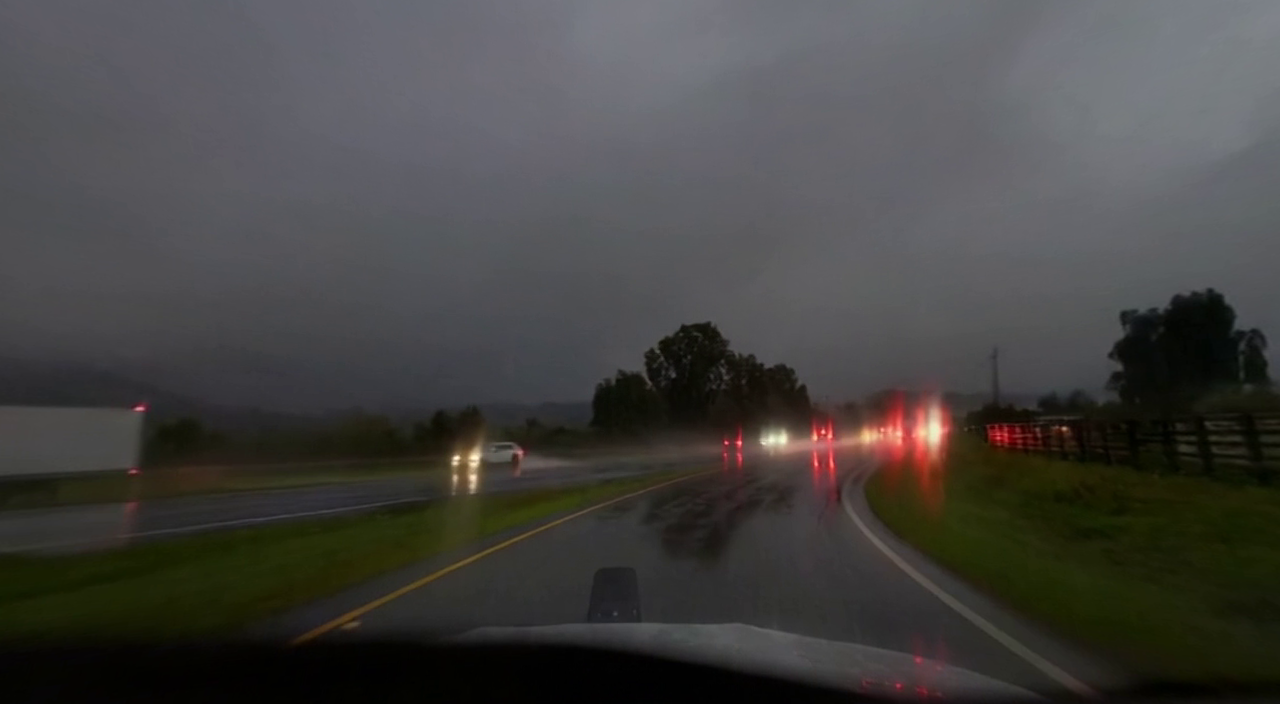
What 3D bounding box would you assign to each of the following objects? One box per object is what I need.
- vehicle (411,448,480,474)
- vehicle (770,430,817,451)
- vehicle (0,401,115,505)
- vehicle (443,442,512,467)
[{"bbox_3d":[-11.364,6.361,36.940,1.655,1.352,3.591,-6,-10,31],"label":"vehicle"},{"bbox_3d":[12.123,6.970,49.556,2.135,1.579,4.843,-6,-10,31],"label":"vehicle"},{"bbox_3d":[-26.748,3.366,20.560,2.888,3.781,14.258,-6,-10,32],"label":"vehicle"},{"bbox_3d":[-11.462,7.246,44.696,1.993,1.677,4.668,-6,-10,31],"label":"vehicle"}]
